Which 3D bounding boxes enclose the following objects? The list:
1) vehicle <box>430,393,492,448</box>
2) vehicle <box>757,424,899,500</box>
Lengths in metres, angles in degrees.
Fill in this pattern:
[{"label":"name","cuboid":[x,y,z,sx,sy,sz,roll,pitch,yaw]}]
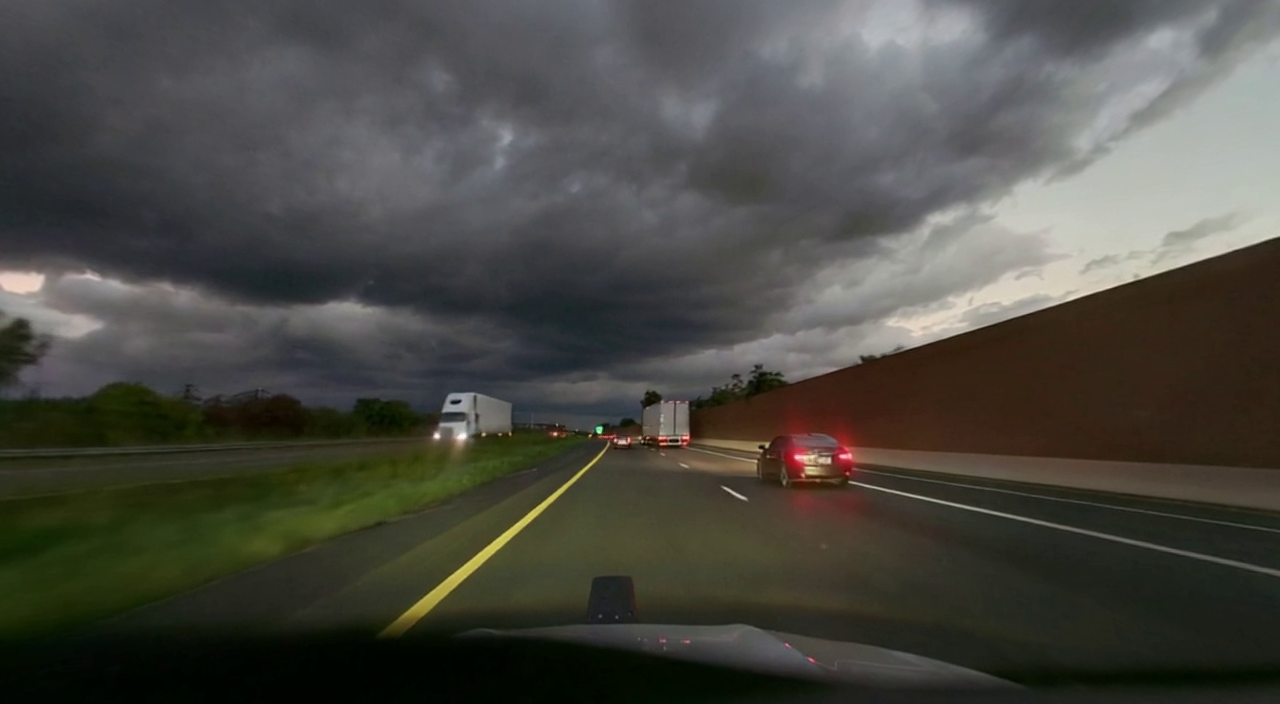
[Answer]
[{"label":"vehicle","cuboid":[-13.719,5.349,48.827,2.972,3.920,6.688,0,-7,-2]},{"label":"vehicle","cuboid":[4.059,2.410,14.425,1.813,1.454,4.197,0,-7,-2]}]
